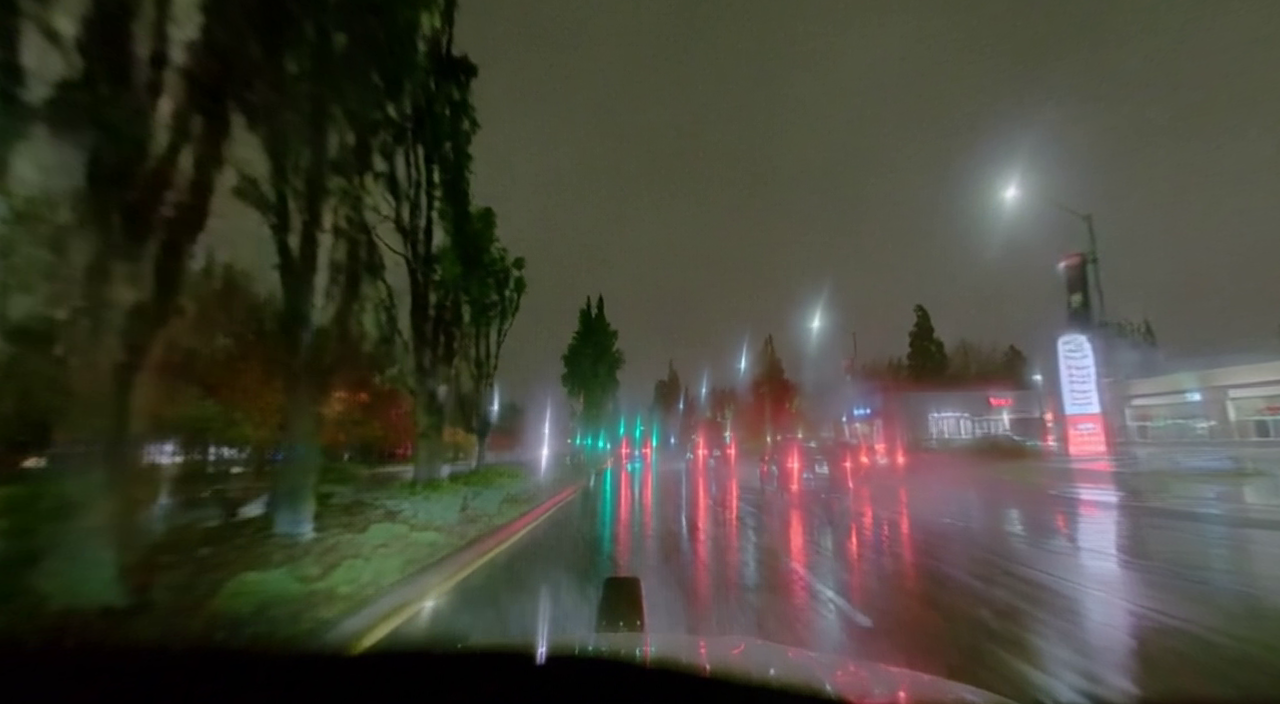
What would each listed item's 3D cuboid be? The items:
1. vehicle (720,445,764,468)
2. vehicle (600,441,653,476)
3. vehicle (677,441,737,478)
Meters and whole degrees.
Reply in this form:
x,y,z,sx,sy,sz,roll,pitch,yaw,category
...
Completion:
x,y,z,sx,sy,sz,roll,pitch,yaw,category
6.544,6.720,40.902,2.068,1.393,3.874,0,-8,-3,vehicle
-0.620,4.791,28.675,2.242,1.474,4.127,0,-8,-1,vehicle
2.895,4.778,28.393,2.057,1.491,4.675,0,-8,-2,vehicle
